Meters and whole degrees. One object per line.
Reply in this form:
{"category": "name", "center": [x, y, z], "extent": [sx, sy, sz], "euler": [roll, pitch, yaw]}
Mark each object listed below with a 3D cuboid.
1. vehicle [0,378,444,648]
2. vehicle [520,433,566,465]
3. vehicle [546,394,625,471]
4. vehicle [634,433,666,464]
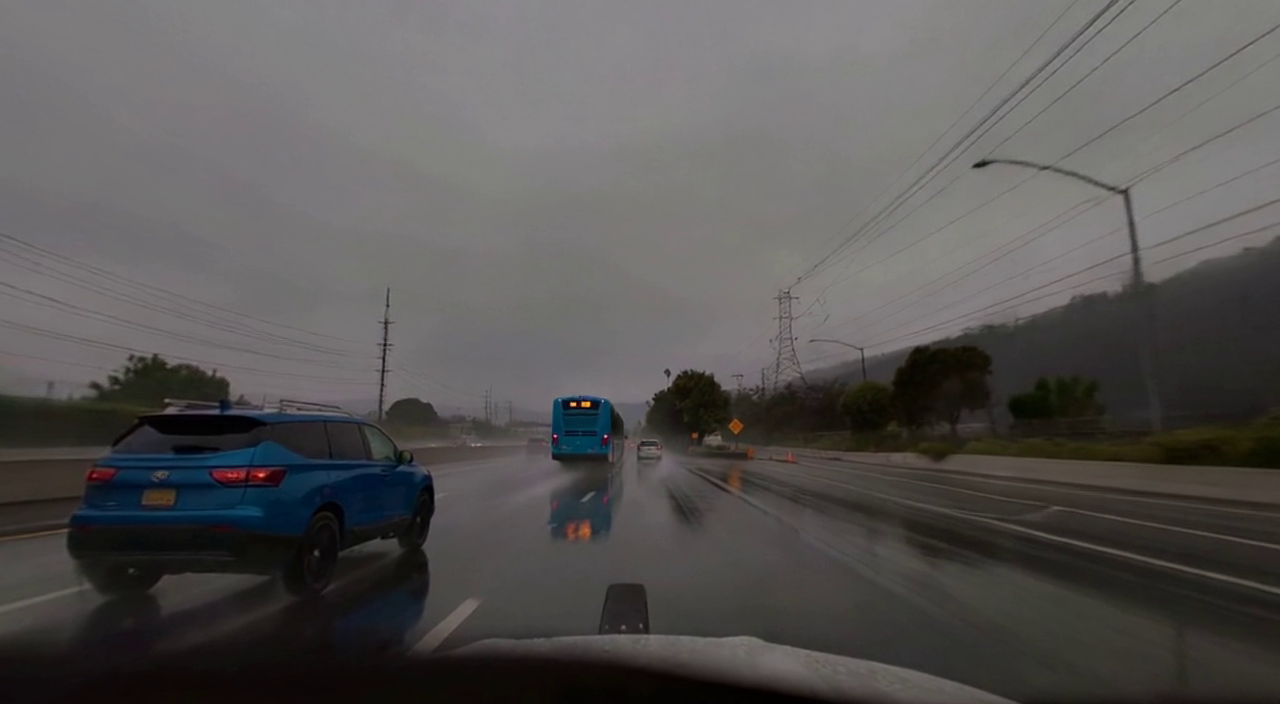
{"category": "vehicle", "center": [-3.666, 1.352, 6.251], "extent": [2.021, 1.730, 4.223], "euler": [0, -9, 1]}
{"category": "vehicle", "center": [-6.777, 6.841, 44.657], "extent": [2.282, 2.116, 6.030], "euler": [0, -9, 0]}
{"category": "vehicle", "center": [-2.772, 4.796, 36.485], "extent": [3.382, 3.712, 11.766], "euler": [1, -9, 1]}
{"category": "vehicle", "center": [0.689, 6.748, 44.018], "extent": [2.083, 2.001, 4.782], "euler": [0, -9, 1]}
